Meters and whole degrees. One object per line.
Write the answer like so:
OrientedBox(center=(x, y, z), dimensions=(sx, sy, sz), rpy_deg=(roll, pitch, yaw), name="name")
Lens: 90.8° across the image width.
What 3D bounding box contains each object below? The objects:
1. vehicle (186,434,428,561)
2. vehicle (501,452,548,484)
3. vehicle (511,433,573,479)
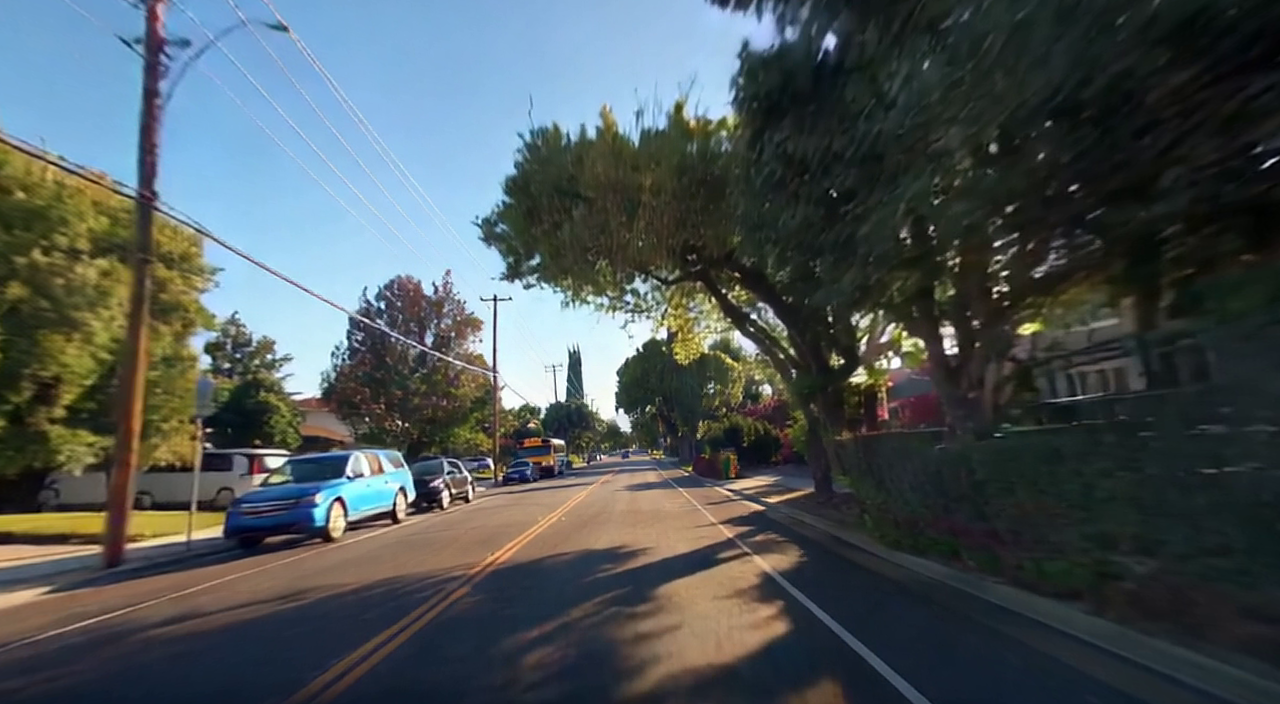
OrientedBox(center=(-6.591, 2.930, 13.503), dimensions=(2.284, 1.939, 5.502), rpy_deg=(-4, -10, -2), name="vehicle")
OrientedBox(center=(-6.767, 6.850, 37.469), dimensions=(2.023, 1.721, 4.418), rpy_deg=(0, -9, -1), name="vehicle")
OrientedBox(center=(-6.629, 7.192, 43.764), dimensions=(2.835, 2.876, 7.091), rpy_deg=(-1, -9, 3), name="vehicle")
